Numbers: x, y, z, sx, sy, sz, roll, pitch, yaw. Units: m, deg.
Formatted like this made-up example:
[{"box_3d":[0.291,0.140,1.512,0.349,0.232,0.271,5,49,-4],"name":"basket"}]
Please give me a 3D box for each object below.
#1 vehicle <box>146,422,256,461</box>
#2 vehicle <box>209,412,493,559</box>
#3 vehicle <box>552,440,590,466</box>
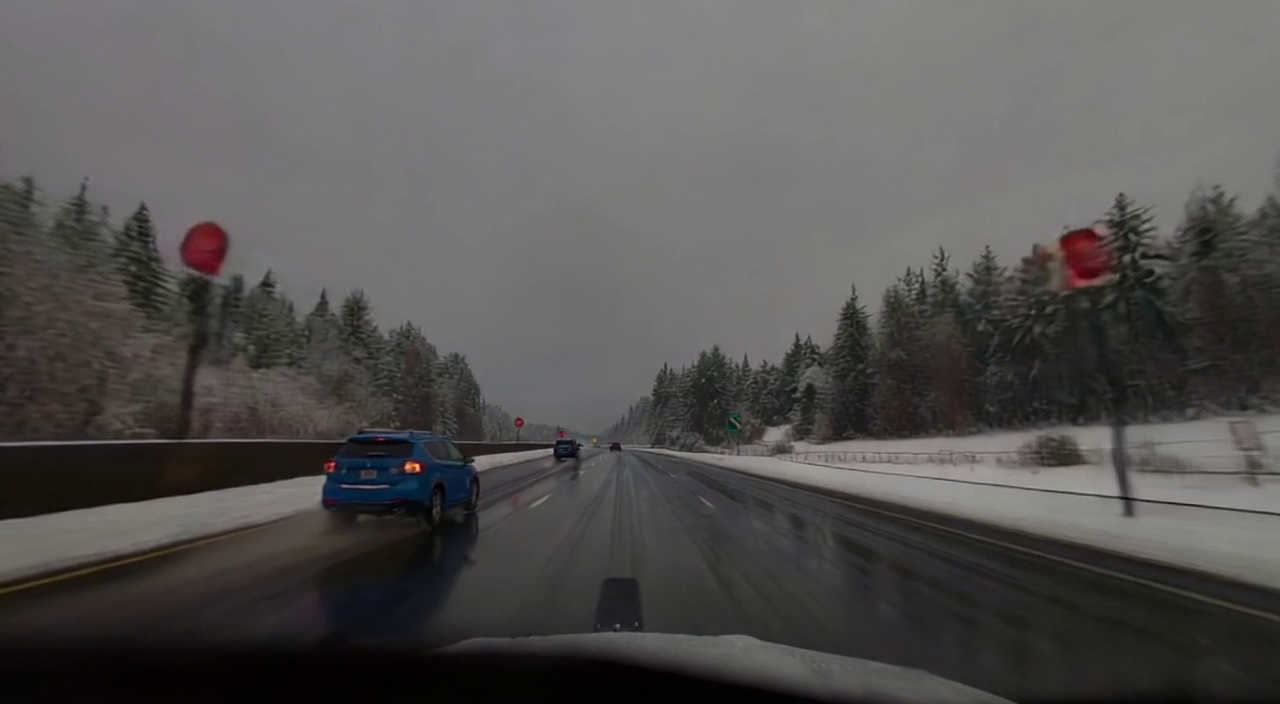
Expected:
[{"box_3d":[-20.062,4.119,29.098,1.885,1.602,4.497,0,-8,-1],"name":"vehicle"},{"box_3d":[-3.752,1.802,9.376,2.047,1.612,4.631,0,-8,0],"name":"vehicle"},{"box_3d":[-3.992,5.892,36.942,1.874,1.369,3.875,0,-8,-1],"name":"vehicle"}]
